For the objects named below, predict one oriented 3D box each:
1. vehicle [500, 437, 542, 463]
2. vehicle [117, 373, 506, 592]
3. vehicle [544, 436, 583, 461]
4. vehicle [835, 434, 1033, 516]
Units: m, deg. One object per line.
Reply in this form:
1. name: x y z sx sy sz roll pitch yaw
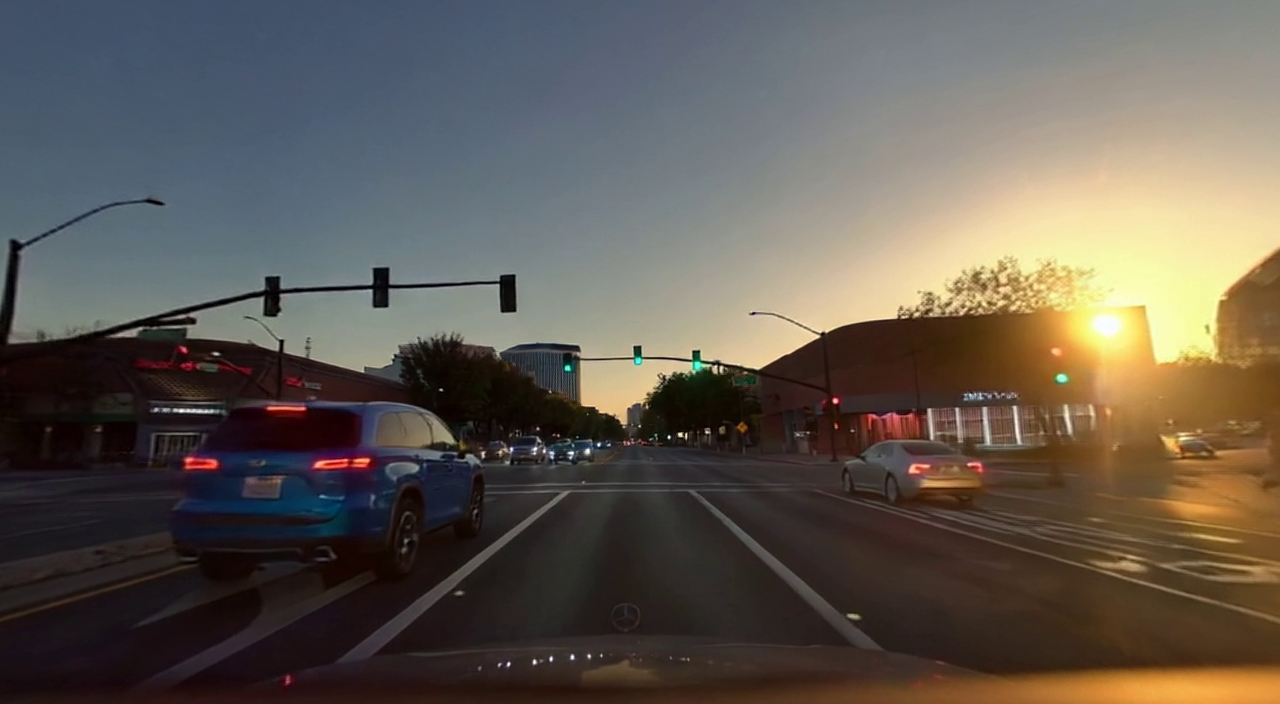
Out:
1. vehicle: -8.695 7.193 46.663 2.273 1.791 4.809 0 -8 -1
2. vehicle: -3.364 1.494 8.040 2.313 1.883 5.016 0 -8 -1
3. vehicle: -5.749 7.306 47.994 2.384 1.787 5.038 0 -8 -1
4. vehicle: 6.086 2.590 13.897 1.972 1.476 4.775 0 -8 -1
